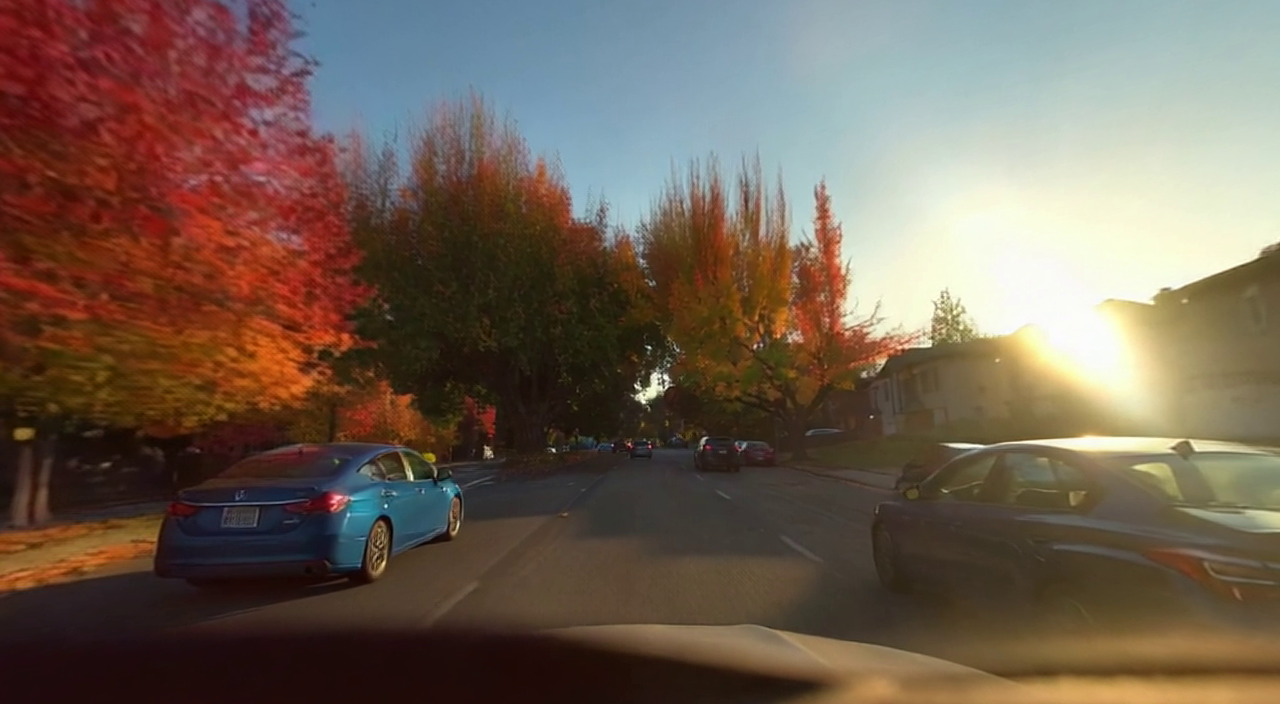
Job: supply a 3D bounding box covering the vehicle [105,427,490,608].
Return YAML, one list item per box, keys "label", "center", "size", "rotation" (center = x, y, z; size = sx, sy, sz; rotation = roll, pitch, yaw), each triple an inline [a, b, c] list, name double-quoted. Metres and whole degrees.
- label: "vehicle"
  center: [-3.398, 1.706, 7.545]
  size: [1.997, 1.479, 4.547]
  rotation: [0, -8, 1]

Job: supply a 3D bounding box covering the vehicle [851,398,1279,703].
- label: "vehicle"
  center: [3.298, 1.226, 4.463]
  size: [2.060, 1.474, 4.475]
  rotation: [0, -8, 0]

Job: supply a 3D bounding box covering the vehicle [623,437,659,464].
- label: "vehicle"
  center: [0.068, 6.565, 41.978]
  size: [2.293, 1.662, 4.262]
  rotation: [0, -8, 1]

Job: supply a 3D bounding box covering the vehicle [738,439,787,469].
- label: "vehicle"
  center: [7.138, 5.968, 37.048]
  size: [1.933, 1.647, 4.487]
  rotation: [0, -8, -1]

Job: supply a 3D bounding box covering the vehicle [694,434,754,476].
- label: "vehicle"
  center: [3.610, 4.543, 27.858]
  size: [2.019, 1.675, 4.488]
  rotation: [0, -8, 0]
